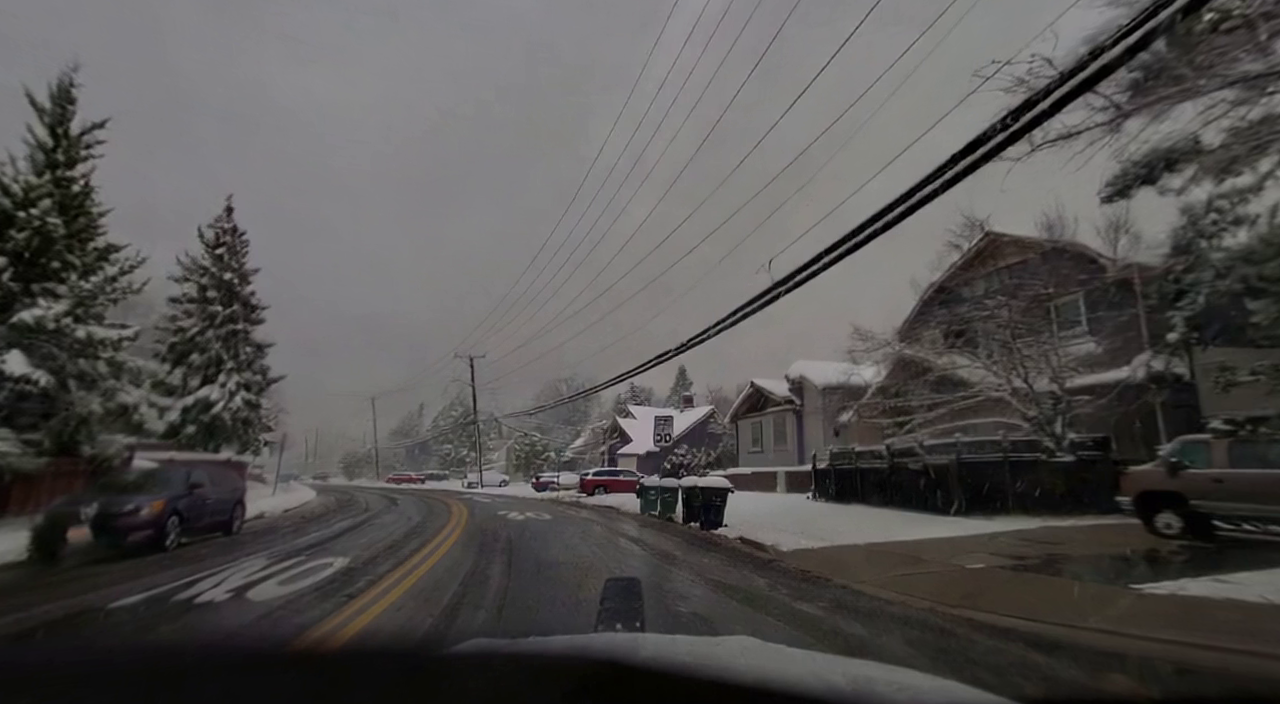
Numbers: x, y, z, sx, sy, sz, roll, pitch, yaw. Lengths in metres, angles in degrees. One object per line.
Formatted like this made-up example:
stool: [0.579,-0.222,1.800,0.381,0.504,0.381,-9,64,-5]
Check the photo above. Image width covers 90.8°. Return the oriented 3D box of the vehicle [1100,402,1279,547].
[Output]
vehicle: [10.117,1.785,9.232,2.332,2.000,5.721,0,-10,-2]

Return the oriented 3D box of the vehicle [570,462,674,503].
vehicle: [-0.989,7.155,34.798,5.229,1.790,2.153,0,-11,-23]

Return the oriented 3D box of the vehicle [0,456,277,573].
vehicle: [-8.337,2.621,11.031,1.994,1.515,4.385,2,-9,-10]
